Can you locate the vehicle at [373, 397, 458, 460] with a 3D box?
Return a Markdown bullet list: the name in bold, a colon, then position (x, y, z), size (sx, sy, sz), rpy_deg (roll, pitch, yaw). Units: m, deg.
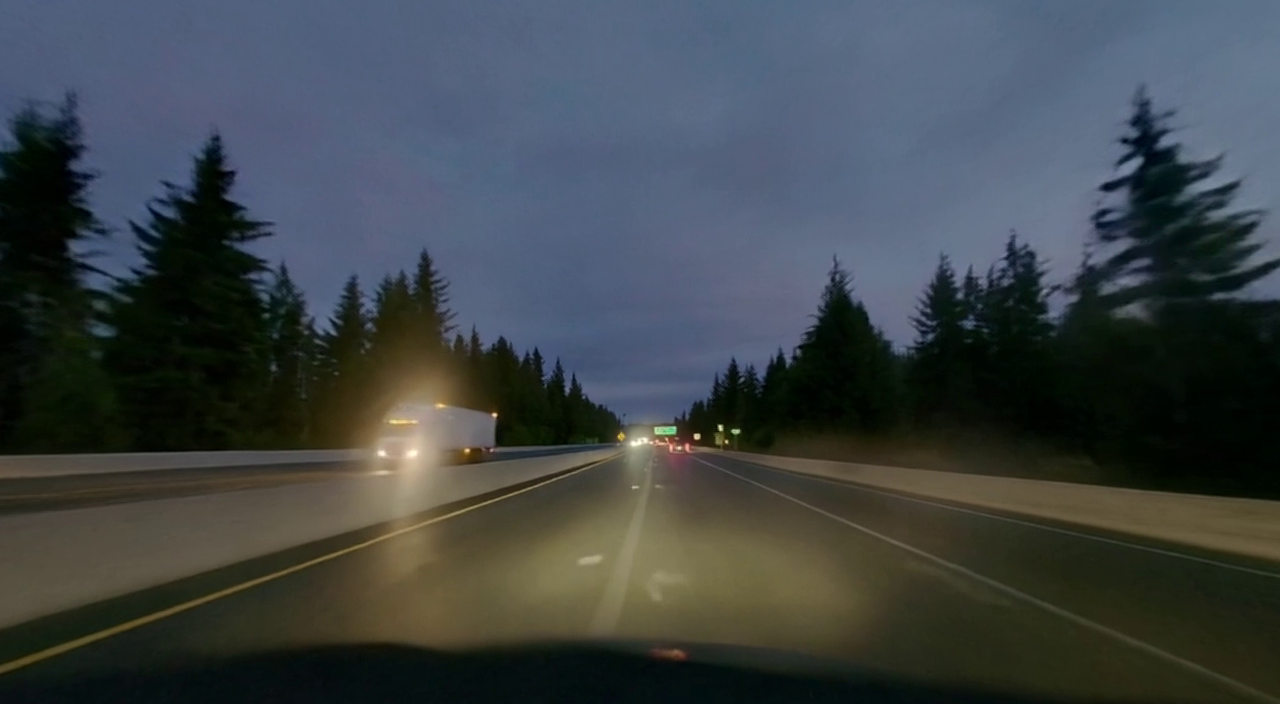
- **vehicle**: position (-14.893, 5.200, 42.262), size (3.314, 3.921, 5.842), rpy_deg (0, -8, 2)
